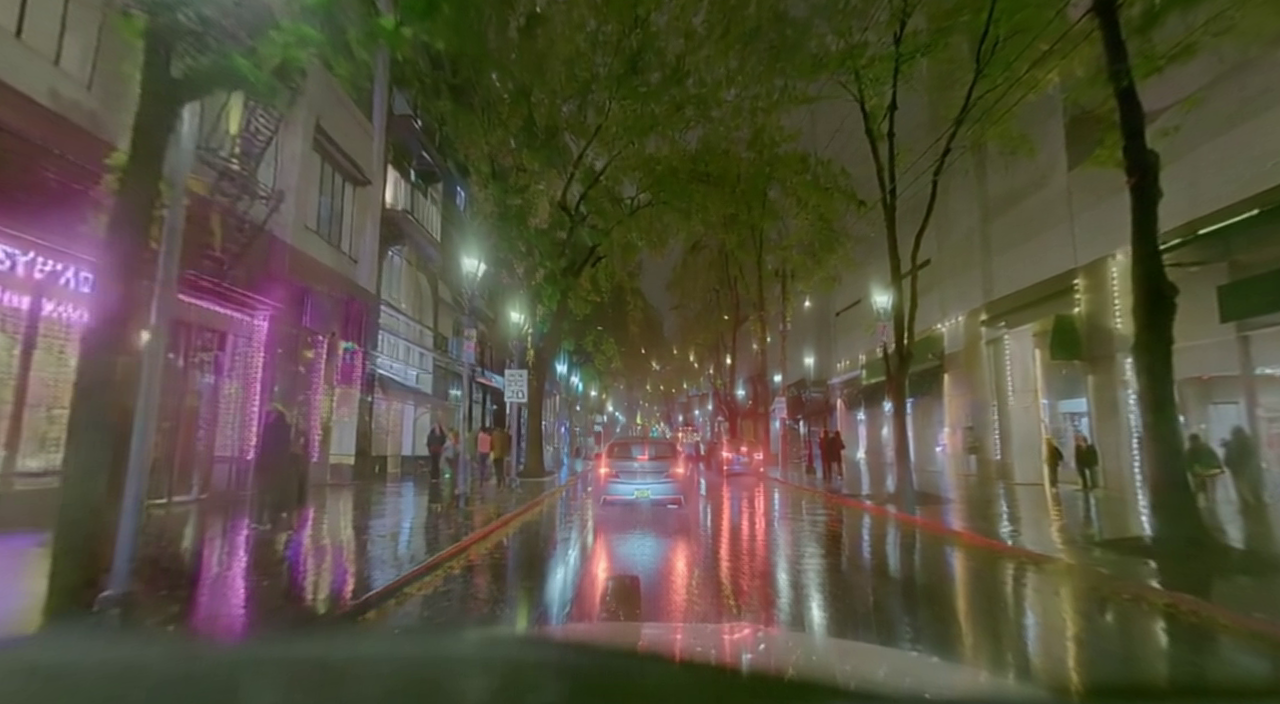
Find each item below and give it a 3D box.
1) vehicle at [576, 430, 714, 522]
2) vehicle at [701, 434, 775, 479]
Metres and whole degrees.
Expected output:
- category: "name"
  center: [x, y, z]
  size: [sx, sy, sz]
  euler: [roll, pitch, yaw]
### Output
- category: "vehicle"
  center: [0.063, 2.341, 12.476]
  size: [2.261, 1.474, 4.130]
  euler: [0, -8, -1]
- category: "vehicle"
  center: [3.588, 3.916, 23.958]
  size: [2.025, 1.523, 4.426]
  euler: [0, -8, -1]
